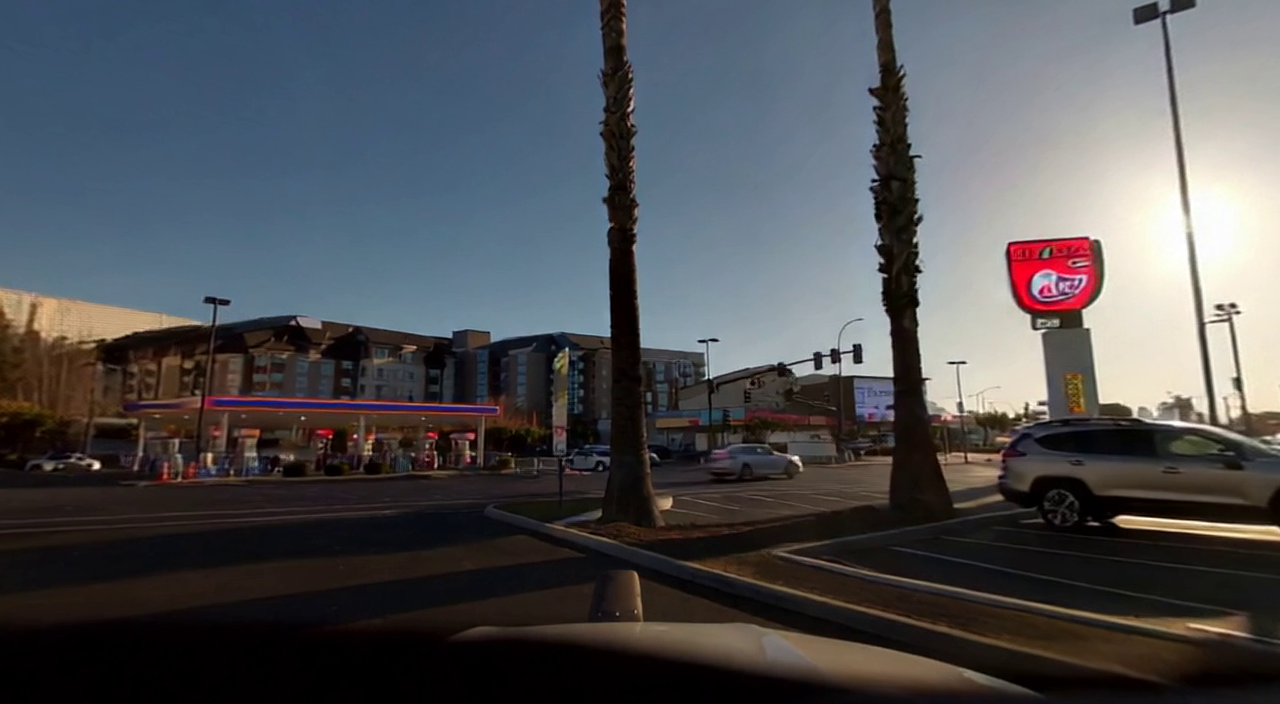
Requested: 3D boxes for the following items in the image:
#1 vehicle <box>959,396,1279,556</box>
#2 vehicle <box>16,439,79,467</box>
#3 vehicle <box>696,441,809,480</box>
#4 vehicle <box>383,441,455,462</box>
[{"bbox_3d":[7.541,1.695,9.103,2.028,1.850,4.731,6,-10,-35],"label":"vehicle"},{"bbox_3d":[-33.610,5.740,35.948,1.901,1.463,3.948,6,-10,-34],"label":"vehicle"},{"bbox_3d":[4.845,4.561,26.891,4.758,1.497,1.856,5,-10,-34],"label":"vehicle"},{"bbox_3d":[-16.768,7.539,48.060,4.764,1.523,1.849,6,-10,-34],"label":"vehicle"}]
